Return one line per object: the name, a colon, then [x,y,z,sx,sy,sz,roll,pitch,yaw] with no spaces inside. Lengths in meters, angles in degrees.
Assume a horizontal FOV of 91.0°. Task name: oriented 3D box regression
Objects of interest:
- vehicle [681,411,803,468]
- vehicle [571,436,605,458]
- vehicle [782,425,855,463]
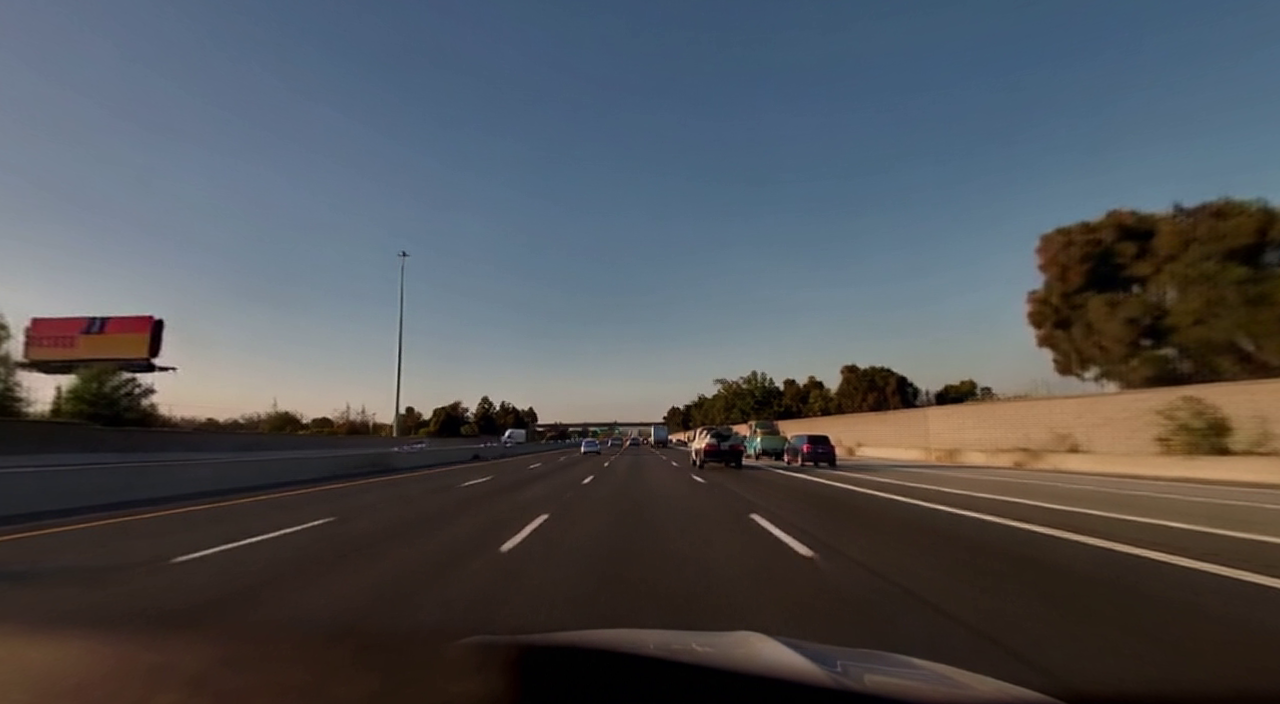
vehicle: [4.100,4.165,29.488,3.042,2.004,14.051,0,-8,-2]
vehicle: [-3.708,6.828,45.412,2.066,1.500,4.415,0,-8,0]
vehicle: [9.539,5.020,34.186,2.184,1.873,5.466,0,-8,-2]
